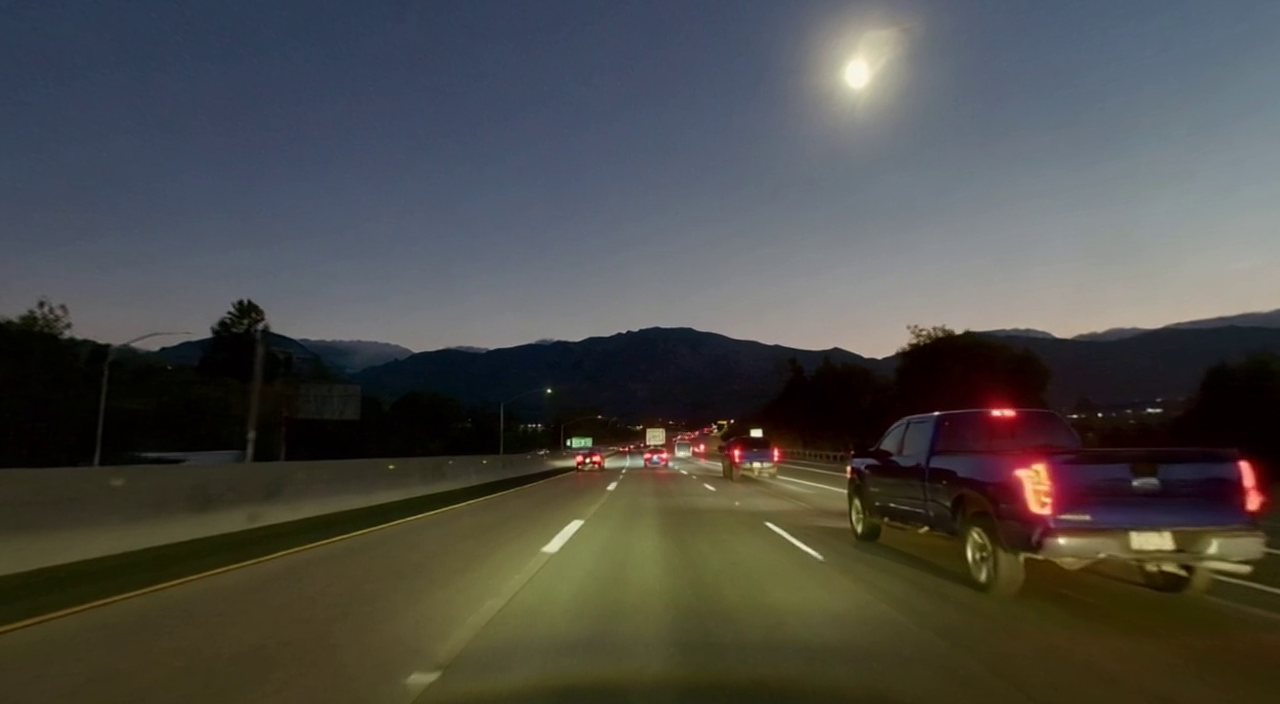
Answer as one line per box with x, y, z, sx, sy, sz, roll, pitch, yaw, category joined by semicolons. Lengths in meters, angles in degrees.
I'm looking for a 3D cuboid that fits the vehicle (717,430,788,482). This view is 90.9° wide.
4.610;4.346;26.530;2.057;1.958;4.495;0;-9;-1;vehicle

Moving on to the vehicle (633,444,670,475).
0.583;6.017;35.393;1.959;1.604;4.065;0;-9;-1;vehicle

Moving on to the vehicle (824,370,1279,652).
3.933;1.440;6.896;2.229;1.837;5.387;-1;-9;0;vehicle

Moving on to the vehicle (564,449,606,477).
-3.224;6.570;37.764;2.109;1.530;4.646;-1;-9;0;vehicle
